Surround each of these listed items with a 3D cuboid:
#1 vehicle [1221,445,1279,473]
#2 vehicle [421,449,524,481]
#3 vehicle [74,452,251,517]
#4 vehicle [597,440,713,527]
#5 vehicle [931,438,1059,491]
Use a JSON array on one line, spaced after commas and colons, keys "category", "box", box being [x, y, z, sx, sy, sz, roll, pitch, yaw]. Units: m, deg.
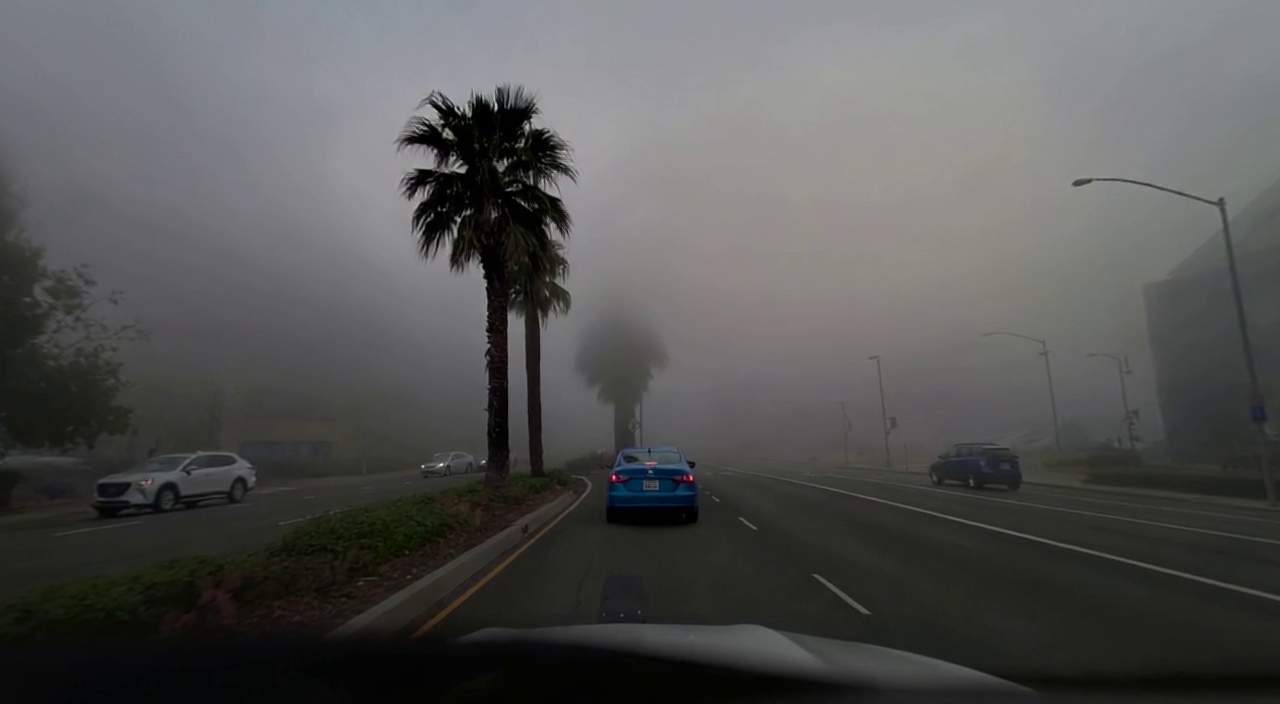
[{"category": "vehicle", "box": [38.041, 6.518, 38.589, 4.418, 1.616, 1.929, 3, -9, -23]}, {"category": "vehicle", "box": [-8.284, 5.544, 31.301, 4.585, 1.479, 2.088, -4, -9, 23]}, {"category": "vehicle", "box": [-13.665, 3.753, 18.489, 1.858, 1.604, 4.331, 0, -8, -1]}, {"category": "vehicle", "box": [0.251, 2.585, 13.055, 1.986, 1.473, 4.382, 0, -9, 0]}, {"category": "vehicle", "box": [13.589, 4.314, 24.647, 2.131, 1.832, 5.203, 0, -9, 3]}]
